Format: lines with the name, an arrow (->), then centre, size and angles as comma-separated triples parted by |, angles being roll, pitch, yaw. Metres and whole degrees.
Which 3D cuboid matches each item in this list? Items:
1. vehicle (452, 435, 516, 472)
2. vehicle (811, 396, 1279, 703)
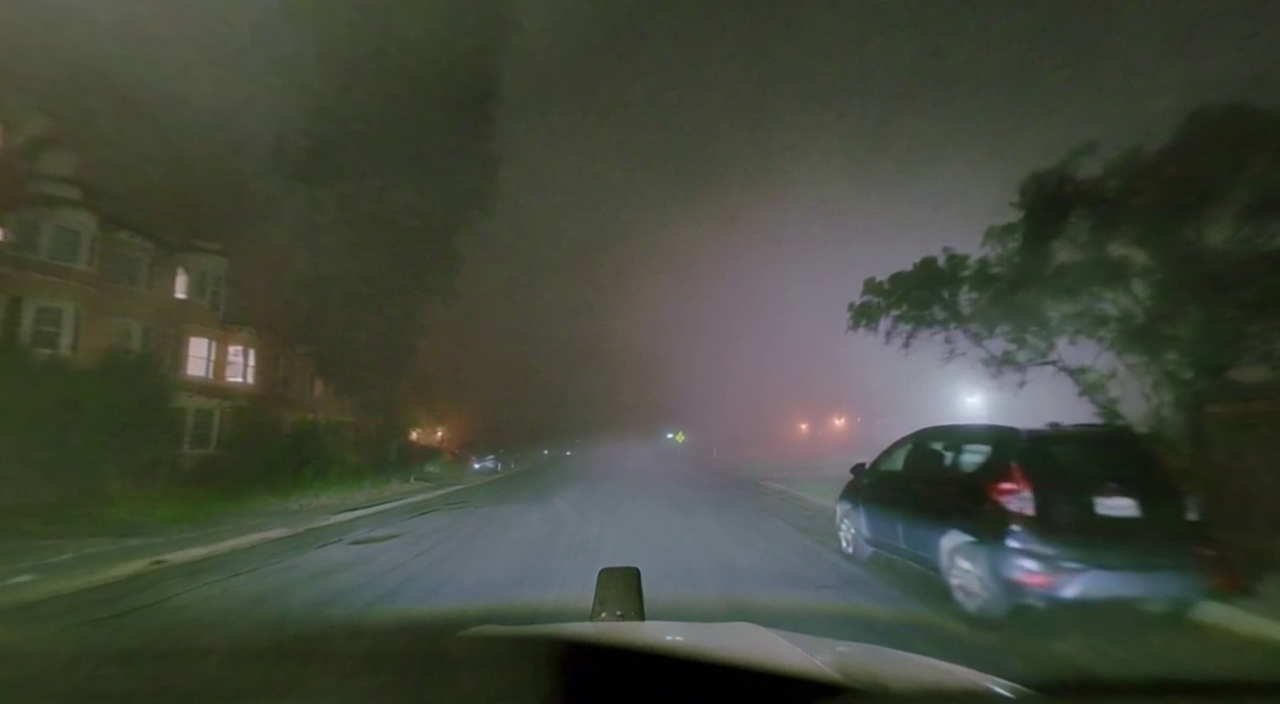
vehicle -> -8.631, 5.730, 35.481 | 2.352, 1.843, 4.979 | -1, -10, 0
vehicle -> 3.522, 1.382, 5.872 | 2.291, 1.546, 5.204 | 0, -8, -1
